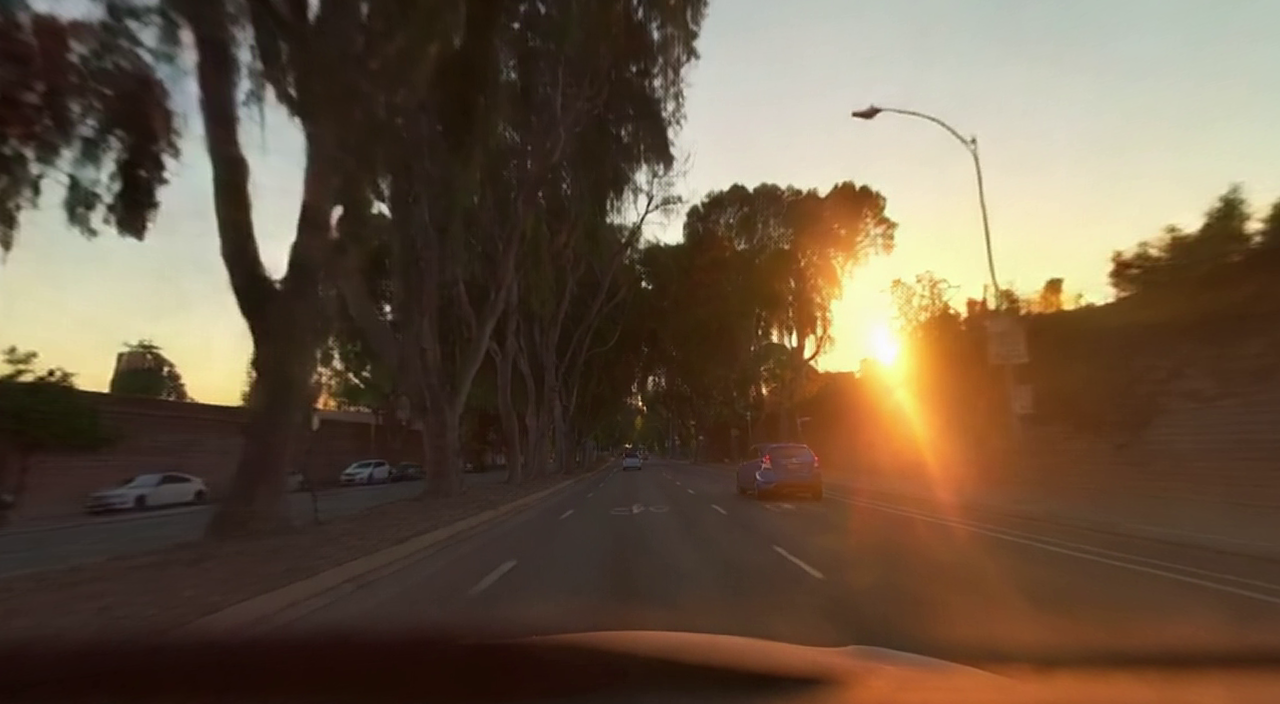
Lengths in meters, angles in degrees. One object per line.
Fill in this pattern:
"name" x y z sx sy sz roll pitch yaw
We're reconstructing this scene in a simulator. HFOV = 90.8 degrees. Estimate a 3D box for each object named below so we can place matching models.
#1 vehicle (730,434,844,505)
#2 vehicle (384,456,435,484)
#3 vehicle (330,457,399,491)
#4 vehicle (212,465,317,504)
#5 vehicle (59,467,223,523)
"vehicle" 4.084 3.353 18.477 2.155 1.752 4.456 -1 -9 -1
"vehicle" -17.599 9.010 48.547 2.075 1.909 5.064 -1 -8 -1
"vehicle" -17.335 7.688 40.100 2.096 1.816 5.362 -4 -9 -1
"vehicle" -17.575 6.202 29.882 2.071 1.489 4.724 -1 -9 0
"vehicle" -17.442 4.989 22.453 2.099 1.558 4.533 -1 -9 0
